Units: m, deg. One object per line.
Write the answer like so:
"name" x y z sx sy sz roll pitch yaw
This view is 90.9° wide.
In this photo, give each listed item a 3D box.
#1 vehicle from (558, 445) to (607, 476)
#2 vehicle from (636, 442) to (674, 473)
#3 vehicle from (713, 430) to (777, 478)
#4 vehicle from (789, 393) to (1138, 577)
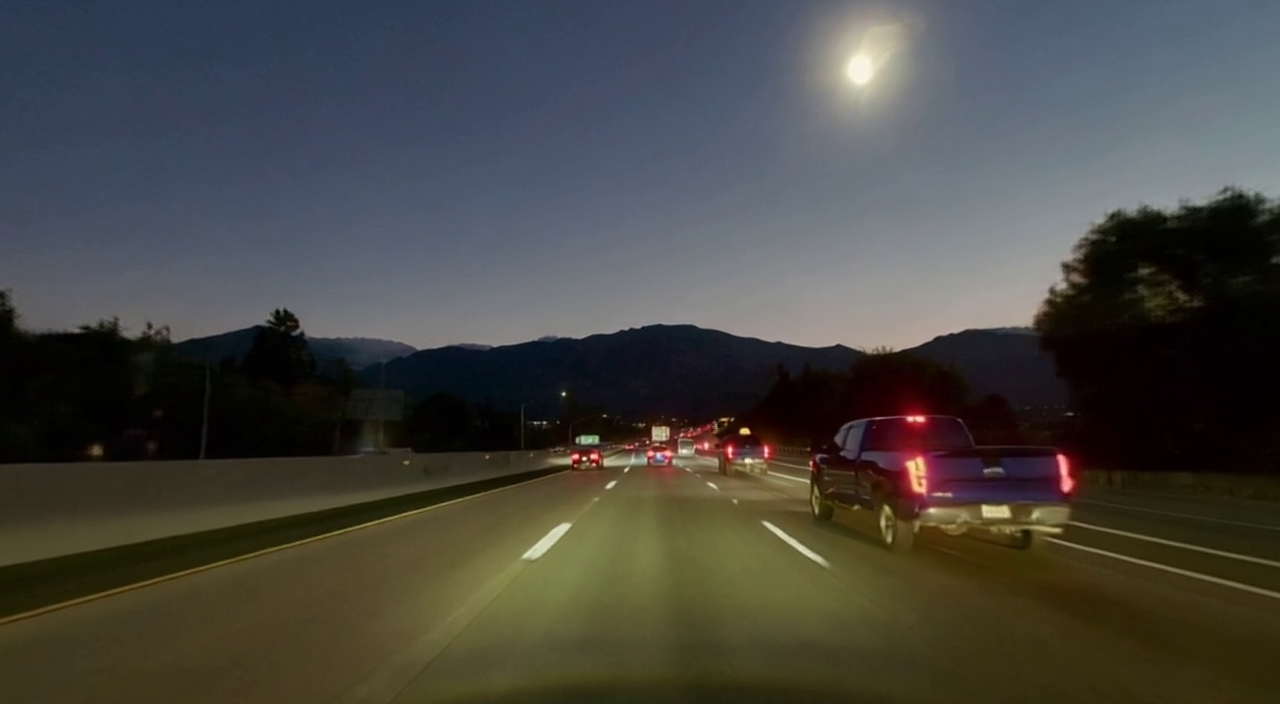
"vehicle" -3.031 5.840 34.188 2.109 1.530 4.646 0 -8 1
"vehicle" 0.768 5.715 34.402 1.959 1.604 4.065 0 -8 0
"vehicle" 4.679 4.612 28.753 2.057 1.958 4.495 0 -9 -1
"vehicle" 3.895 1.742 9.112 2.229 1.837 5.387 0 -8 1
